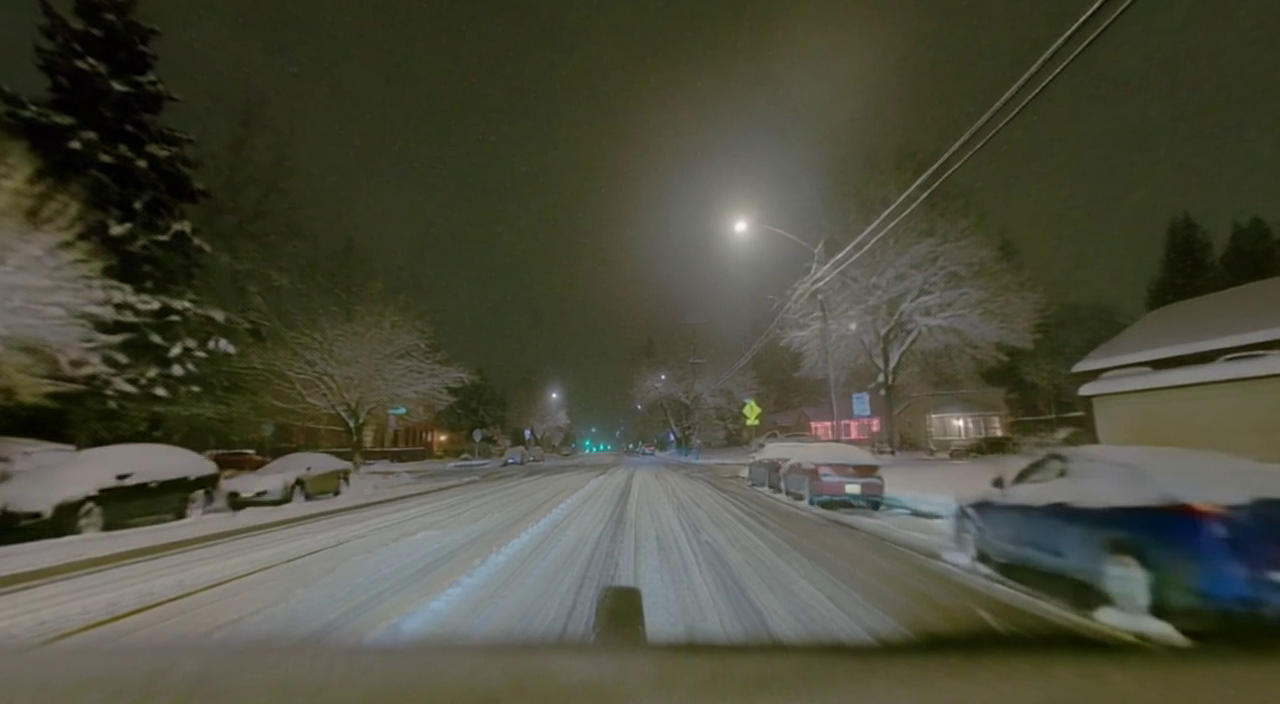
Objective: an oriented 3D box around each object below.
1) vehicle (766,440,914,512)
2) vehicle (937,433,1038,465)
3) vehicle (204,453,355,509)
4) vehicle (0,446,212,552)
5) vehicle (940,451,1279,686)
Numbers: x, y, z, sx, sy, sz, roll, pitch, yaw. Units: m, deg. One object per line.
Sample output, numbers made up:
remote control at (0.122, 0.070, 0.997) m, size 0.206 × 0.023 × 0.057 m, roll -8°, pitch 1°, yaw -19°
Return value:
vehicle at (4.615, 2.923, 15.418) m, size 2.196 × 1.472 × 4.426 m, roll 0°, pitch -8°, yaw 1°
vehicle at (20.167, 5.652, 36.829) m, size 4.578 × 1.740 × 2.185 m, roll 0°, pitch -8°, yaw -1°
vehicle at (-10.961, 3.919, 19.696) m, size 1.949 × 1.457 × 4.581 m, roll 0°, pitch -8°, yaw 1°
vehicle at (-11.222, 2.761, 12.714) m, size 2.052 × 1.726 × 4.475 m, roll 0°, pitch -8°, yaw 0°
vehicle at (4.805, 1.604, 5.700) m, size 2.007 × 1.352 × 4.345 m, roll 0°, pitch -8°, yaw -1°
